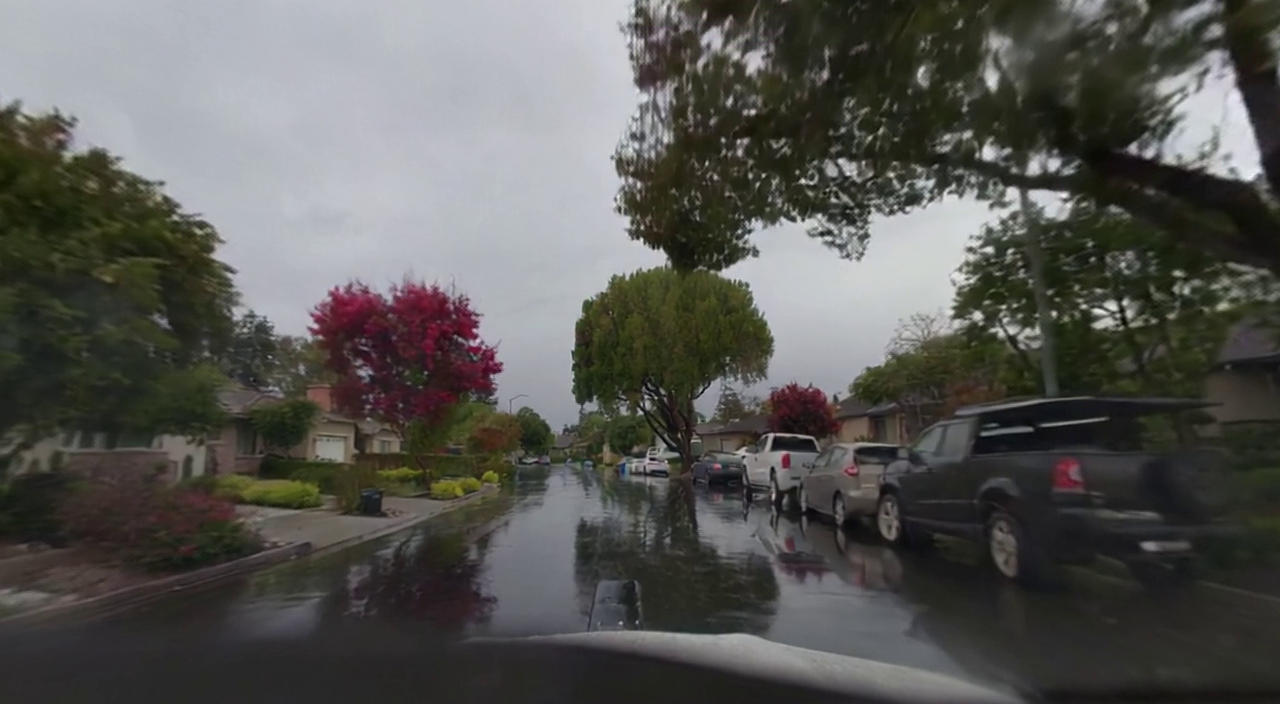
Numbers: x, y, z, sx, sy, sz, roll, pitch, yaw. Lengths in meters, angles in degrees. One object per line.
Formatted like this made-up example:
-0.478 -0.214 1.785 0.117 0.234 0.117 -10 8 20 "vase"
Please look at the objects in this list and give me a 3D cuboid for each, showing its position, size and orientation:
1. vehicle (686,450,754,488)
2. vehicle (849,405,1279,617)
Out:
4.101 6.094 33.326 2.111 1.771 4.942 1 -9 -11 "vehicle"
5.402 1.947 8.945 2.715 1.900 6.163 1 -9 -1 "vehicle"
